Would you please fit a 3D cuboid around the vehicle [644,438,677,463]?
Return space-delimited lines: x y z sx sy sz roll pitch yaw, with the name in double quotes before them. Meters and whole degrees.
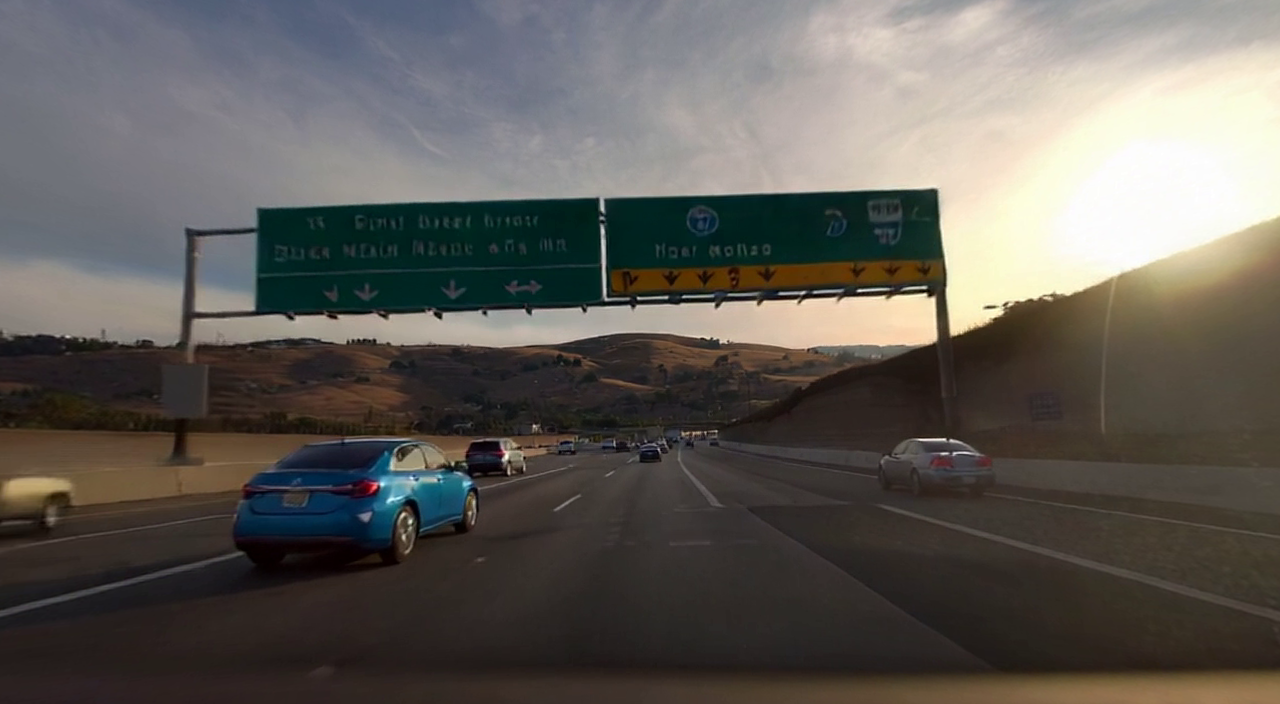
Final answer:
"vehicle" 1.654 7.688 49.210 2.172 1.824 5.031 -1 -8 6

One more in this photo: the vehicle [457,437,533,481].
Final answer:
"vehicle" -6.264 4.679 27.846 2.076 1.730 4.537 -1 -8 3

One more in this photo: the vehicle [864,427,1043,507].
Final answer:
"vehicle" 7.387 2.753 15.528 2.122 1.646 4.491 0 -8 1

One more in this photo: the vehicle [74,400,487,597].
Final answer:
"vehicle" -3.839 1.677 8.231 2.210 1.730 5.133 -1 -8 2
